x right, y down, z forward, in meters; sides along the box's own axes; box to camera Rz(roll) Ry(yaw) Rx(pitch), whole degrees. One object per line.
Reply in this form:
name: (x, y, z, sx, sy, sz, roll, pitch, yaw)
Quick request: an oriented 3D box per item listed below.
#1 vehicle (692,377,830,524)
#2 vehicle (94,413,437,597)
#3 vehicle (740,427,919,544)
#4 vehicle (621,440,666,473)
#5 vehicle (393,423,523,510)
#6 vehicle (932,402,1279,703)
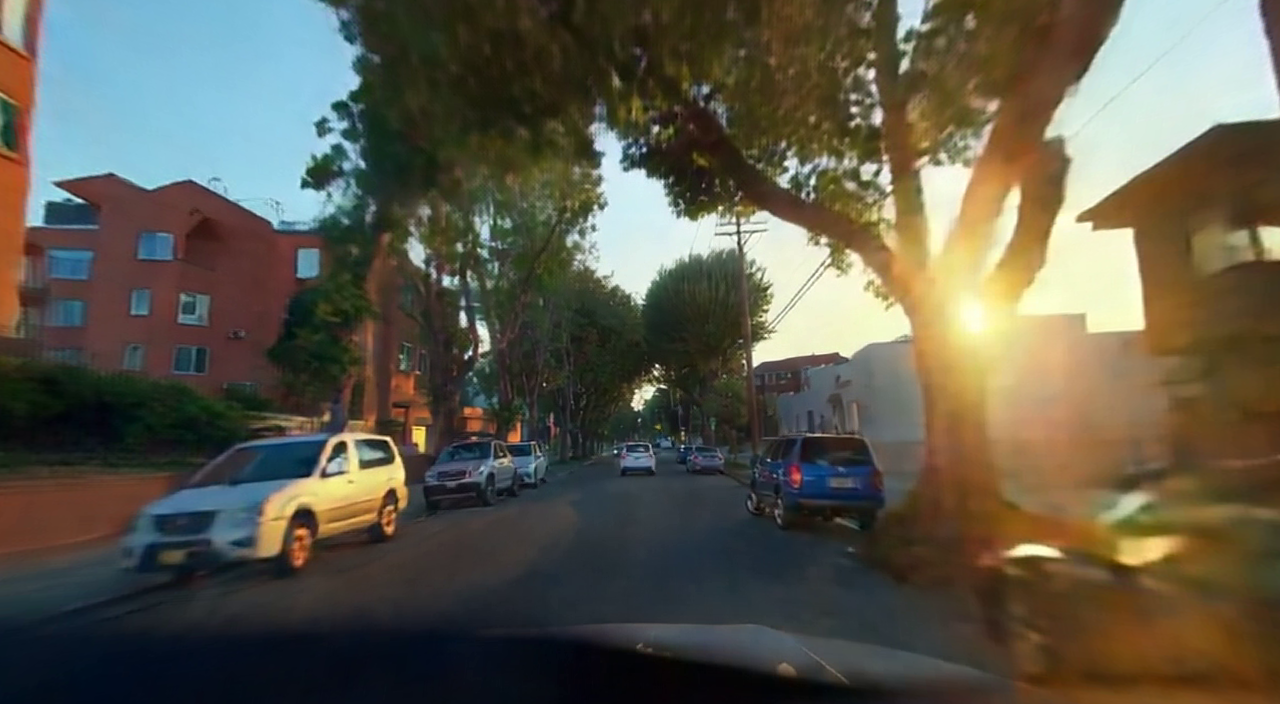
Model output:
vehicle: (2.868, 2.341, 16.784, 2.489, 3.082, 6.627, 1, -4, 1)
vehicle: (-4.297, 1.684, 8.172, 1.951, 1.662, 4.046, 1, -4, 0)
vehicle: (3.037, 2.204, 11.110, 1.901, 1.649, 4.118, 0, -8, 0)
vehicle: (0.210, 5.056, 30.723, 2.095, 1.510, 3.605, 0, -8, 2)
vehicle: (-4.616, 2.895, 16.758, 2.022, 1.721, 4.355, 1, -3, 2)
vehicle: (3.007, 0.927, 2.058, 2.050, 1.493, 4.316, 0, -8, 0)
